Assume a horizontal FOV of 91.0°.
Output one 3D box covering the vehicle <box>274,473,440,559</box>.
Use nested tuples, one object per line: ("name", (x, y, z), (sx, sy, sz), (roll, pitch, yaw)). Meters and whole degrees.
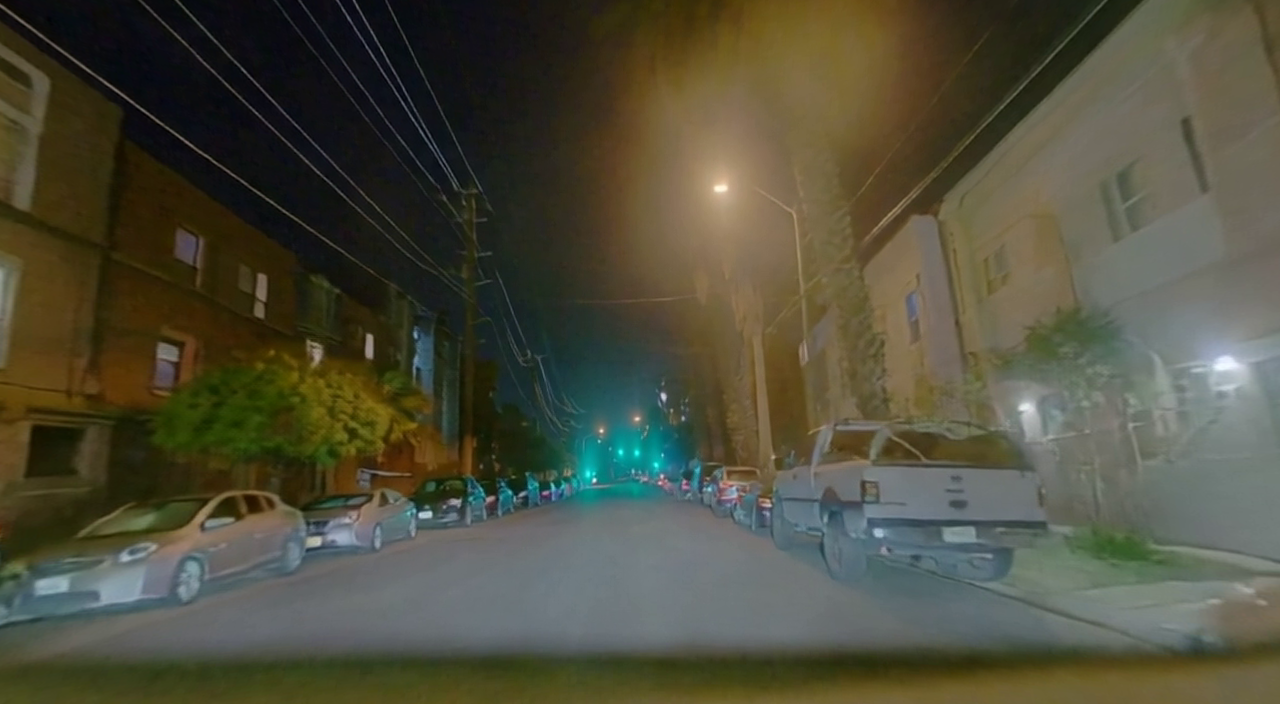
("vehicle", (-6.344, 3.707, 14.823), (1.874, 1.449, 4.622), (0, -8, -2))

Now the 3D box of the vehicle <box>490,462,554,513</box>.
("vehicle", (-6.210, 7.182, 33.907), (2.281, 2.248, 5.873), (0, -8, 0))

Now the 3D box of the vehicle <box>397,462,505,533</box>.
("vehicle", (-6.214, 4.823, 21.438), (2.349, 1.952, 4.848), (0, -8, -2))

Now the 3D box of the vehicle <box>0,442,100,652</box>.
("vehicle", (-6.467, 1.466, 3.847), (1.933, 1.824, 5.142), (0, -8, -3))

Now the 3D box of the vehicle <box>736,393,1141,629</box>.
("vehicle", (2.979, 1.770, 8.411), (2.268, 1.953, 6.124), (0, -8, -2))

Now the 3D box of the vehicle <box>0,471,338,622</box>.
("vehicle", (-6.546, 2.660, 9.519), (1.841, 1.491, 4.525), (0, -8, -2))
